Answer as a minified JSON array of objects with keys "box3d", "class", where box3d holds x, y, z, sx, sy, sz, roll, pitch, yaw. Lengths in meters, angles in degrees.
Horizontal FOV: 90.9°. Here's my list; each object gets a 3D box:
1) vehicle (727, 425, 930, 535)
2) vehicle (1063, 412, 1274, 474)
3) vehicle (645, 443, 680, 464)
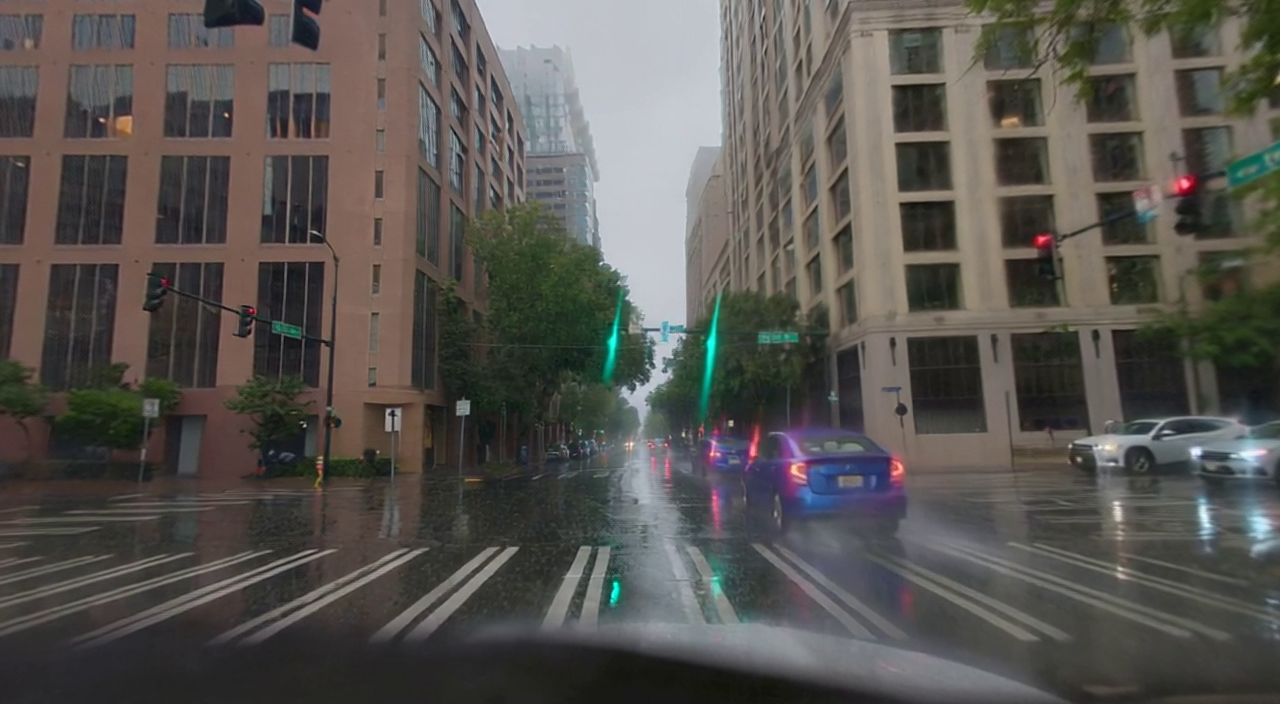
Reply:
[{"box3d":[2.875,2.066,10.809,2.039,1.470,4.355,0,-8,-1],"class":"vehicle"},{"box3d":[16.910,2.938,20.407,4.802,1.860,2.146,0,-8,1],"class":"vehicle"},{"box3d":[1.513,7.125,44.532,2.040,1.421,4.550,0,-8,-3],"class":"vehicle"}]
